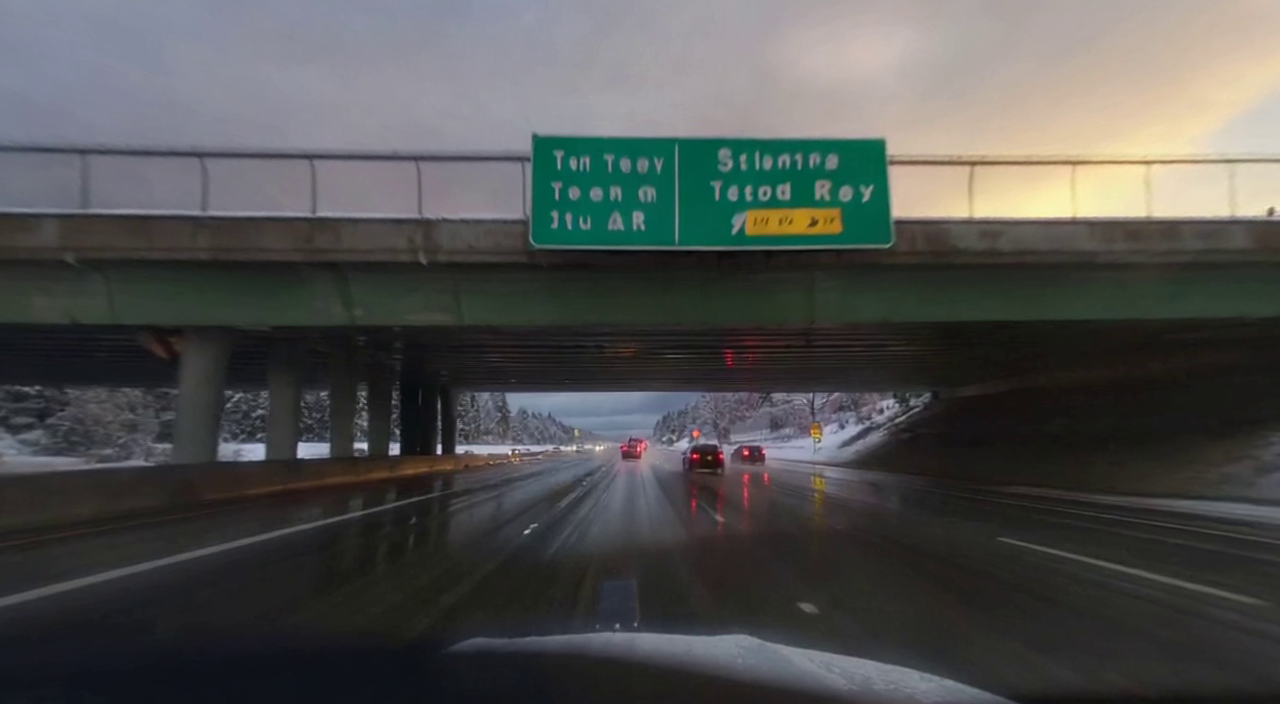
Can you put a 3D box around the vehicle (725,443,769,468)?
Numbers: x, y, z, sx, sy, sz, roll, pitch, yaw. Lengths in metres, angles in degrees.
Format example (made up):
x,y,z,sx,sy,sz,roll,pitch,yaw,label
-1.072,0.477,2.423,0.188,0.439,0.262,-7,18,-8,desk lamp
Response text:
x,y,z,sx,sy,sz,roll,pitch,yaw,label
6.917,6.712,41.183,1.946,1.497,4.467,0,-9,-2,vehicle

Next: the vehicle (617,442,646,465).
x,y,z,sx,sy,sz,roll,pitch,yaw,label
-0.655,7.428,46.475,2.029,1.595,4.207,0,-9,-1,vehicle

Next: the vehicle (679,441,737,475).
x,y,z,sx,sy,sz,roll,pitch,yaw,label
3.131,5.015,30.037,2.076,1.472,4.562,0,-9,-2,vehicle
